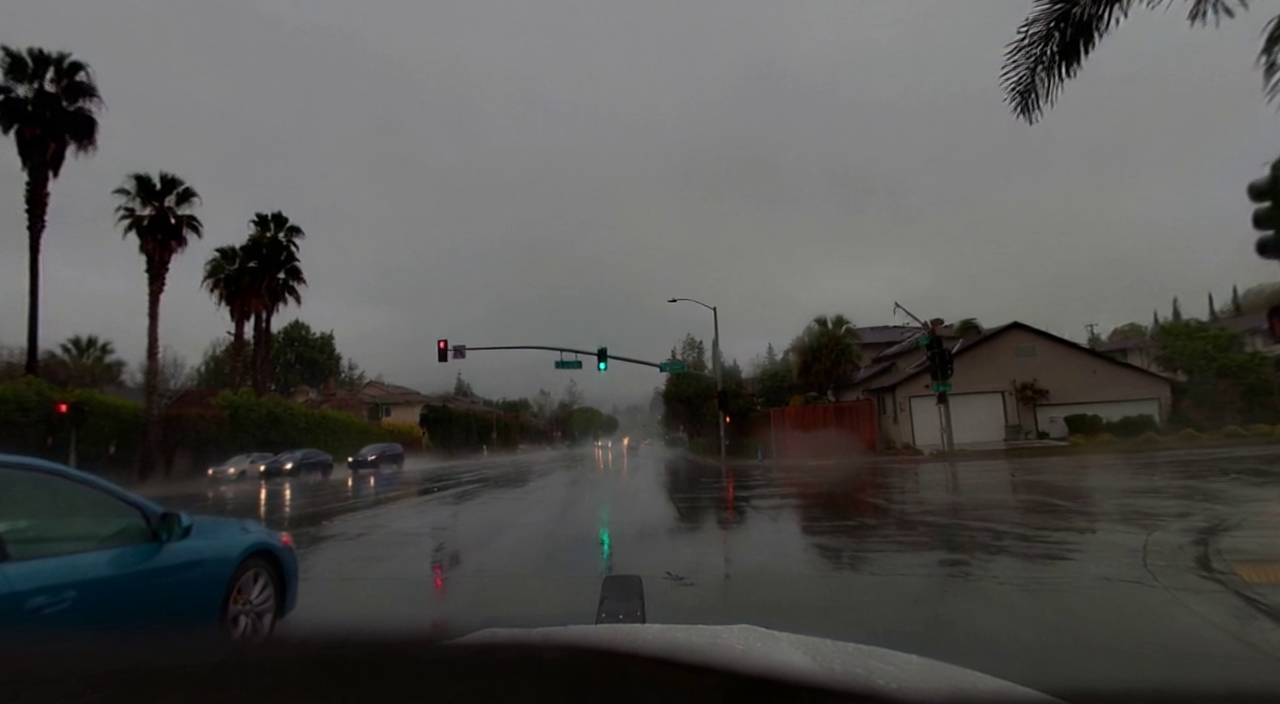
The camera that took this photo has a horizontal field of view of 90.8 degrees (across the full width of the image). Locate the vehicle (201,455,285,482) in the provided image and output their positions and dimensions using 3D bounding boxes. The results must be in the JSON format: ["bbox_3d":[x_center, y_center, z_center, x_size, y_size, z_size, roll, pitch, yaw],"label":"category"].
[{"bbox_3d":[-24.116,7.069,38.591,2.019,1.427,4.630,0,-9,2],"label":"vehicle"}]

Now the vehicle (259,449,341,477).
[{"bbox_3d":[-20.038,6.524,37.517,2.084,1.528,4.778,0,-9,1],"label":"vehicle"}]

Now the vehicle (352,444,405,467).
[{"bbox_3d":[-19.870,7.910,48.266,1.929,1.644,4.763,0,-9,0],"label":"vehicle"}]
